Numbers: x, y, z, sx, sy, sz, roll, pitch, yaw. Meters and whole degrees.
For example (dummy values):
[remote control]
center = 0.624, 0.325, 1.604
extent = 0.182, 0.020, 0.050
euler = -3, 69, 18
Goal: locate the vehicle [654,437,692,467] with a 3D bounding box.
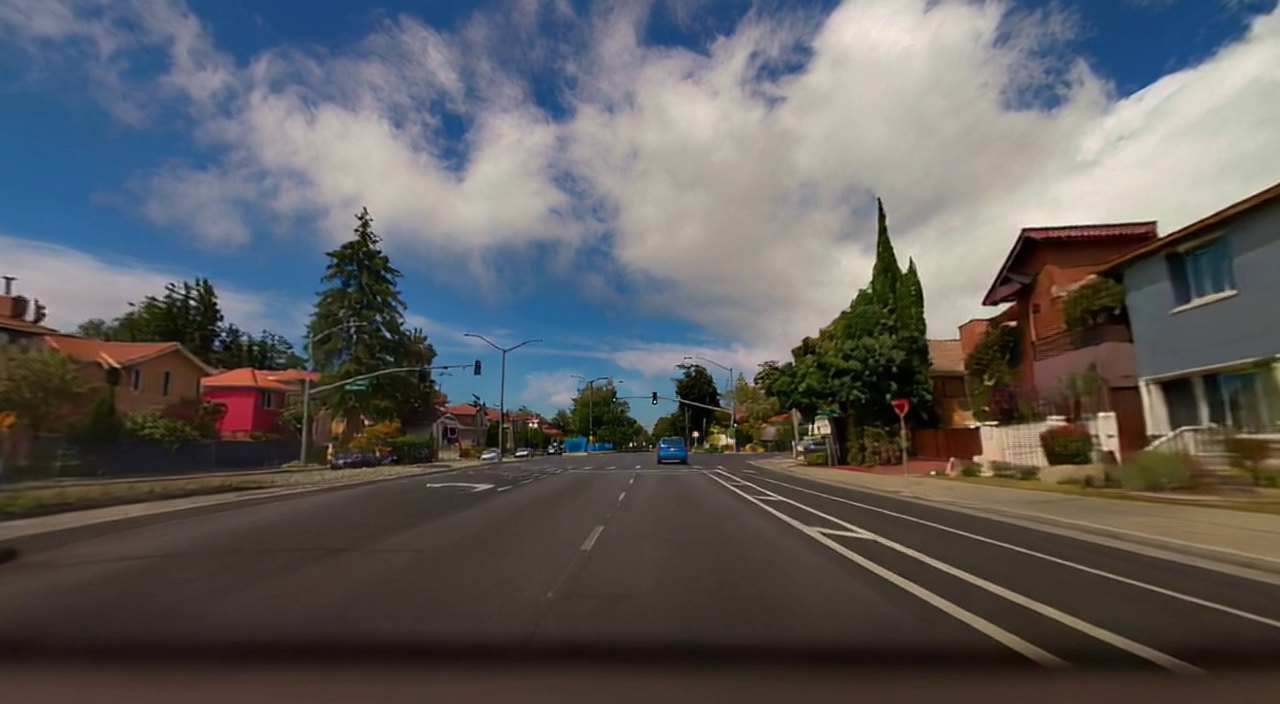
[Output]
[vehicle]
center = 2.148, 6.726, 42.510
extent = 2.273, 1.851, 5.075
euler = 0, -9, 0
